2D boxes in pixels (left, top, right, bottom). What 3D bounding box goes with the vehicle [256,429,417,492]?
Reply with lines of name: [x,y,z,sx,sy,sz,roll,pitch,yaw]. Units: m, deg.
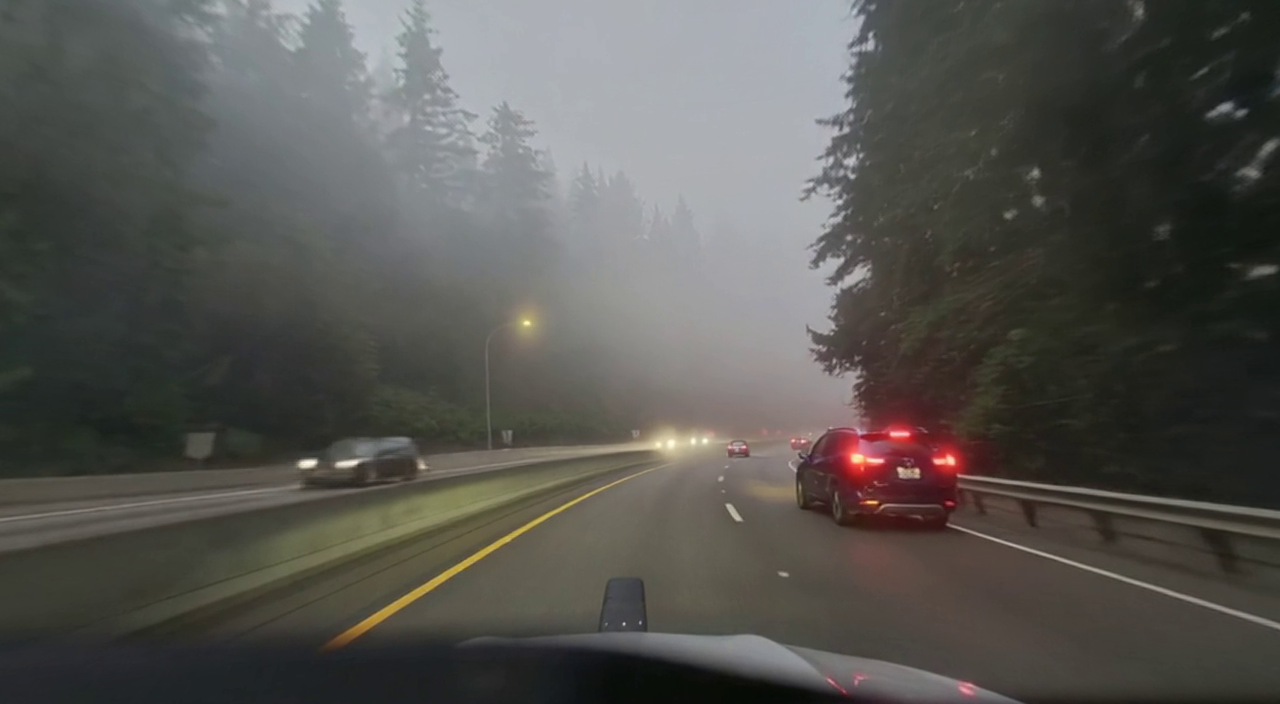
vehicle: [-8.089,2.942,17.381,1.931,1.492,4.374,-1,-9,6]

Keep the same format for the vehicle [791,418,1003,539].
vehicle: [4.228,2.144,11.325,2.112,1.708,4.380,0,-8,3]
